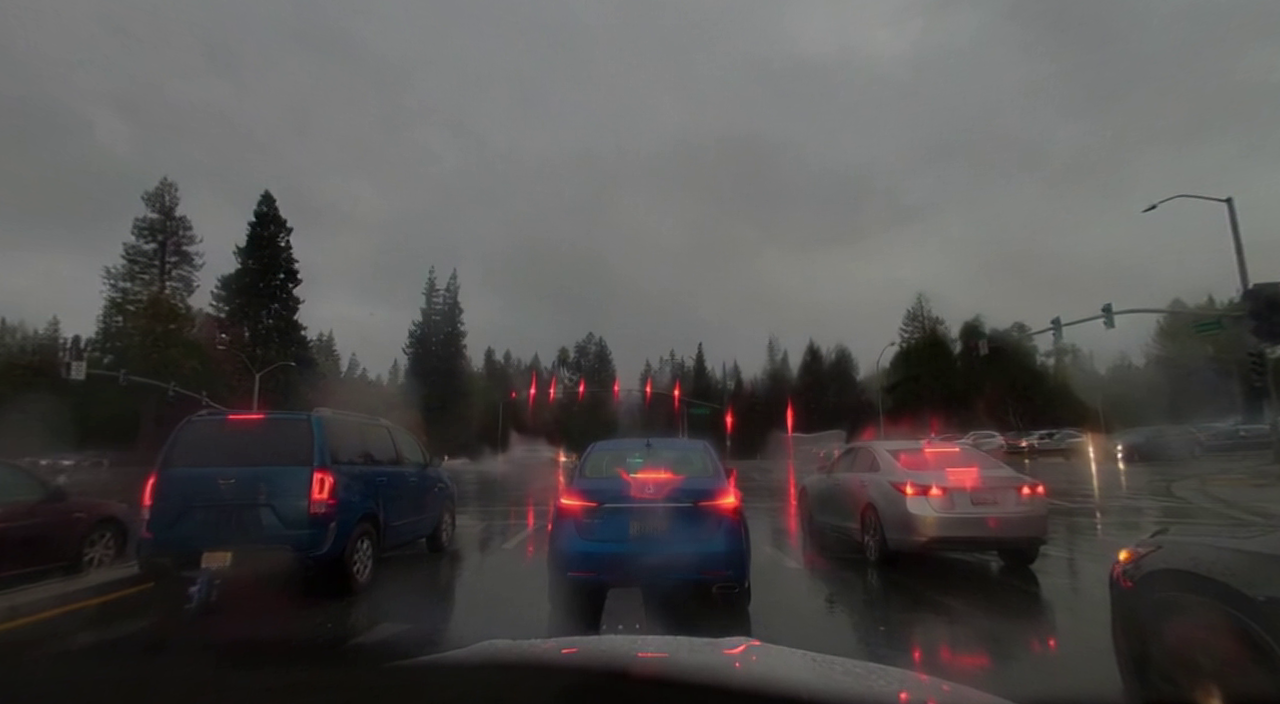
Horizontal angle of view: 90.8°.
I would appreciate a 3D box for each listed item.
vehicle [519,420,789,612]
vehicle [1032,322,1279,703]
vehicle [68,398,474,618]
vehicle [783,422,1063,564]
[{"bbox_3d":[0.055,1.591,7.043,2.114,1.482,4.056,0,-9,-2],"label":"vehicle"},{"bbox_3d":[3.227,0.612,1.175,2.178,1.691,4.314,0,-9,0],"label":"vehicle"},{"bbox_3d":[-3.420,1.527,7.078,1.958,1.693,4.242,0,-9,0],"label":"vehicle"},{"bbox_3d":[3.531,1.839,8.990,1.874,1.487,4.404,0,-9,-1],"label":"vehicle"}]
